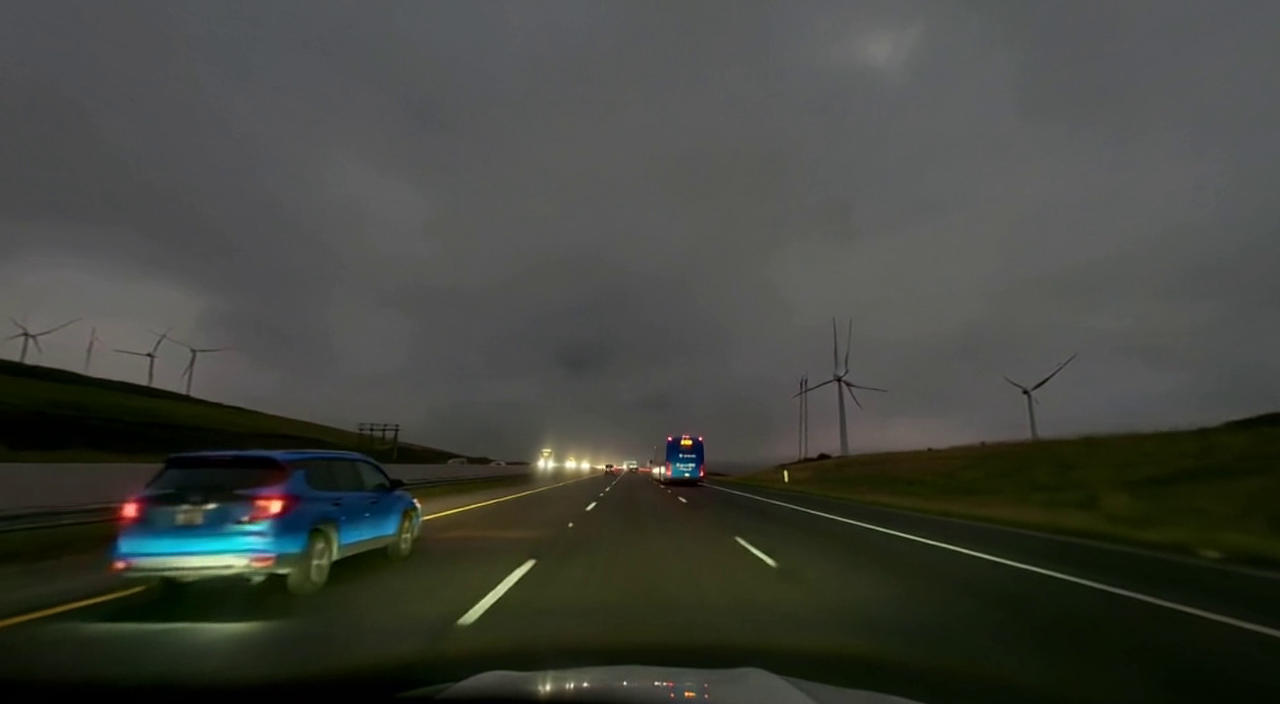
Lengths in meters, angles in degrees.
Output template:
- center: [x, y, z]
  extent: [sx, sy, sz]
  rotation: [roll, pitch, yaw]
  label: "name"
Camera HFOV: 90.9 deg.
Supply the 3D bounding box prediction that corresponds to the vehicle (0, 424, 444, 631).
- center: [-4.017, 1.768, 7.123]
  extent: [2.213, 1.568, 4.274]
  rotation: [1, -10, 0]
  label: "vehicle"
